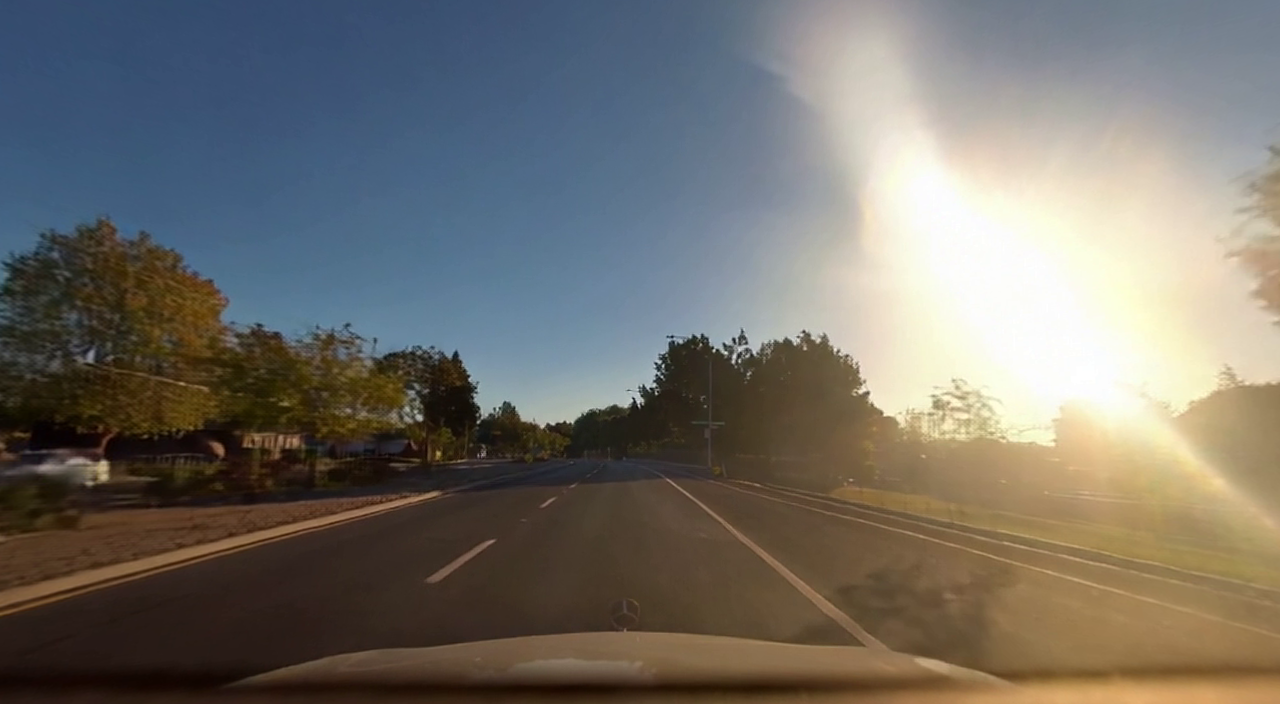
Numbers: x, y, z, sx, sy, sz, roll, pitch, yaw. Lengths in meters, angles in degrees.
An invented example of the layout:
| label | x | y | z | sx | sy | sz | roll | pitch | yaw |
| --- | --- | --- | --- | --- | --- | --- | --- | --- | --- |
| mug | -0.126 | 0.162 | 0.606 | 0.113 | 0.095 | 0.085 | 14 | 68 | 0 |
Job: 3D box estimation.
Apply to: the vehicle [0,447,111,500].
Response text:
| label | x | y | z | sx | sy | sz | roll | pitch | yaw |
| --- | --- | --- | --- | --- | --- | --- | --- | --- | --- |
| vehicle | -22.019 | 4.348 | 23.018 | 1.891 | 1.718 | 4.251 | 0 | -8 | -3 |
